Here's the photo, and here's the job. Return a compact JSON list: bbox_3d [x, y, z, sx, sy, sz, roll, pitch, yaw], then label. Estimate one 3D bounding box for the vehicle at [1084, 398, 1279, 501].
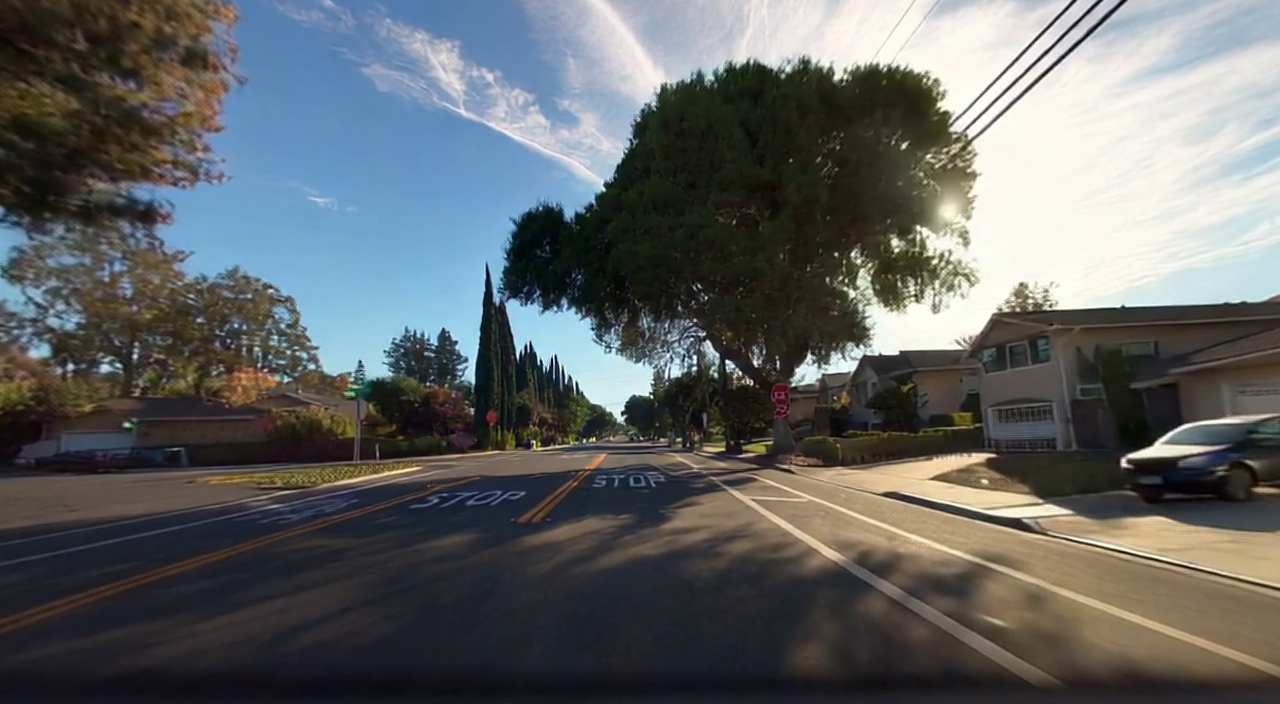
[{"bbox_3d":[10.155,1.568,10.288,4.341,1.494,1.978,0,-9,-1],"label":"vehicle"}]
